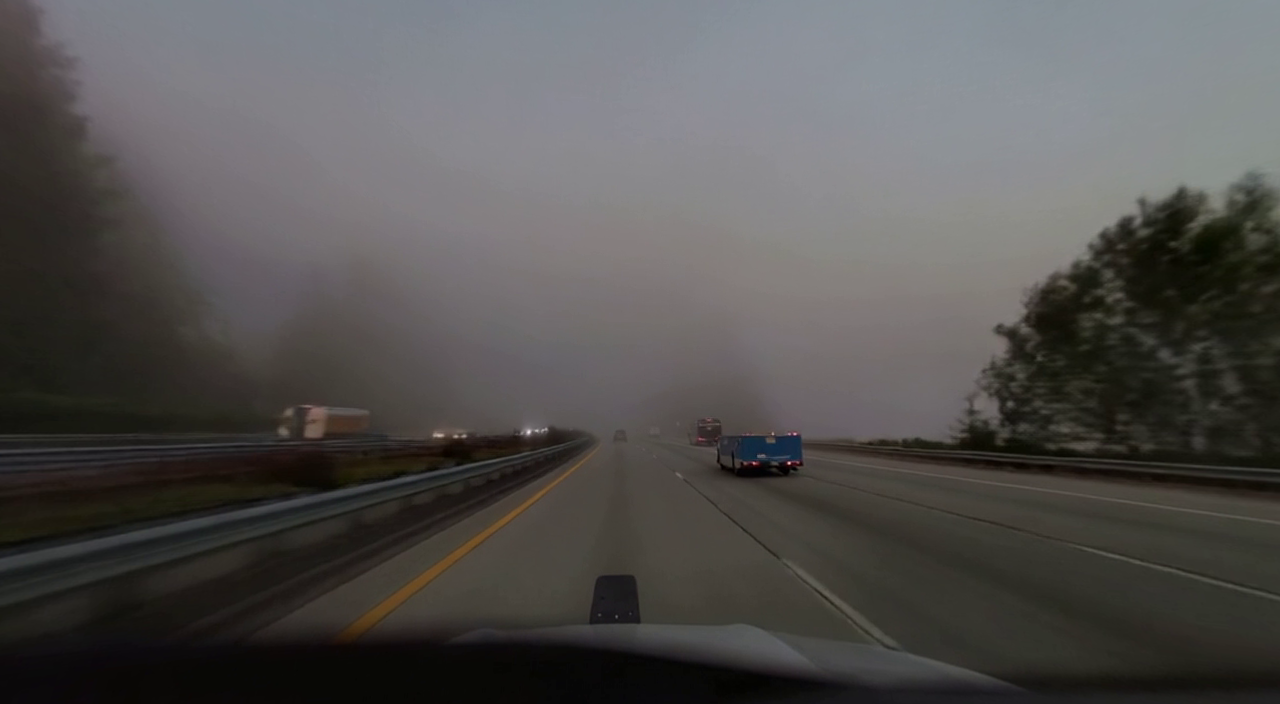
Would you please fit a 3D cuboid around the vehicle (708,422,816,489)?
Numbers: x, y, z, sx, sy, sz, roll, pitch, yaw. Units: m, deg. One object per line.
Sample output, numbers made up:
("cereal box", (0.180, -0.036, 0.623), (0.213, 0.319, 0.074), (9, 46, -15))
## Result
("vehicle", (3.128, 2.726, 17.004), (2.002, 1.569, 3.845), (0, -8, -2))
